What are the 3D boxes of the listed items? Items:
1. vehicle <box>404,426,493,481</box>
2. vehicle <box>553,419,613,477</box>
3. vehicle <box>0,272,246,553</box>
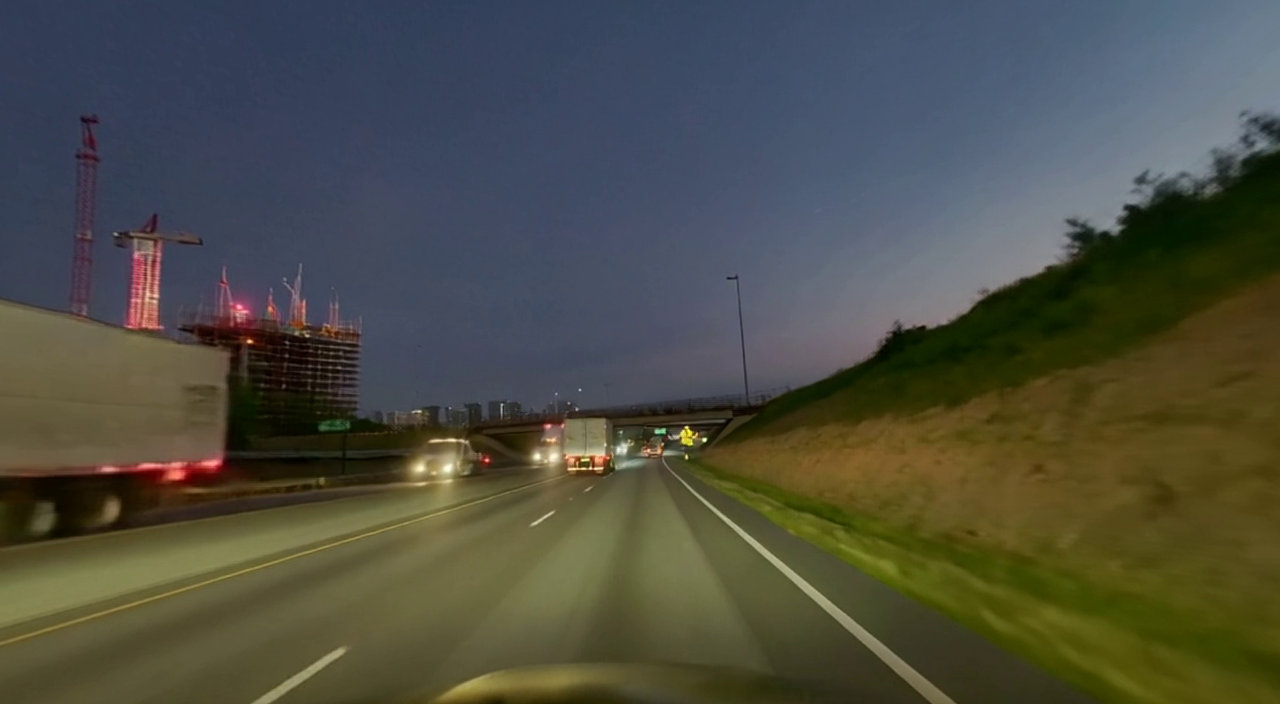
[{"bbox_3d":[-9.900,5.353,33.242,2.762,2.579,6.099,0,-9,0],"label":"vehicle"},{"bbox_3d":[-2.922,5.194,33.985,2.565,2.771,6.641,0,-9,0],"label":"vehicle"},{"bbox_3d":[-10.170,0.896,9.040,2.813,3.815,9.248,0,-9,1],"label":"vehicle"}]
